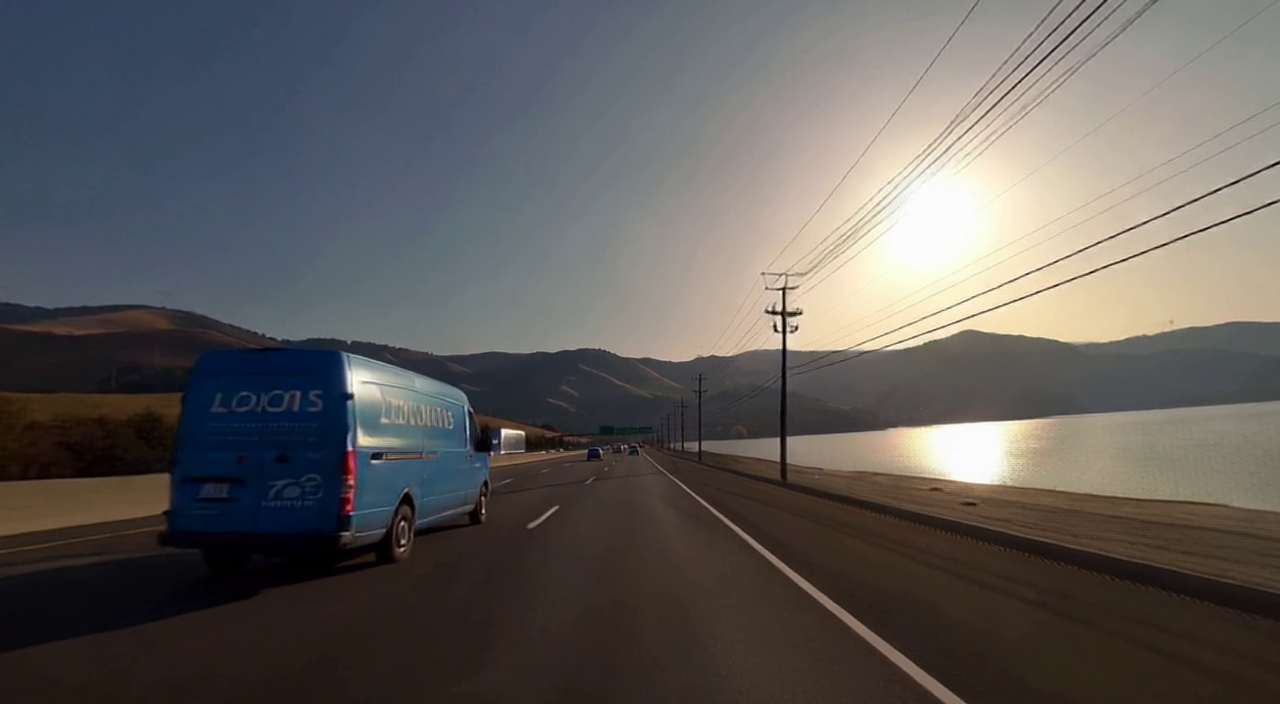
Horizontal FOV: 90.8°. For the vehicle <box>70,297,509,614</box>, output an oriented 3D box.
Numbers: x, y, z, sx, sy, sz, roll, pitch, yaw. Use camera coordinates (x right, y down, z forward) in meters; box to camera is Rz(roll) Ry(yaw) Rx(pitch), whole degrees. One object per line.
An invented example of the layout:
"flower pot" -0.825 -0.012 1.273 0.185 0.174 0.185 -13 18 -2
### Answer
"vehicle" -3.697 1.349 8.836 2.331 2.757 6.581 0 -8 0
